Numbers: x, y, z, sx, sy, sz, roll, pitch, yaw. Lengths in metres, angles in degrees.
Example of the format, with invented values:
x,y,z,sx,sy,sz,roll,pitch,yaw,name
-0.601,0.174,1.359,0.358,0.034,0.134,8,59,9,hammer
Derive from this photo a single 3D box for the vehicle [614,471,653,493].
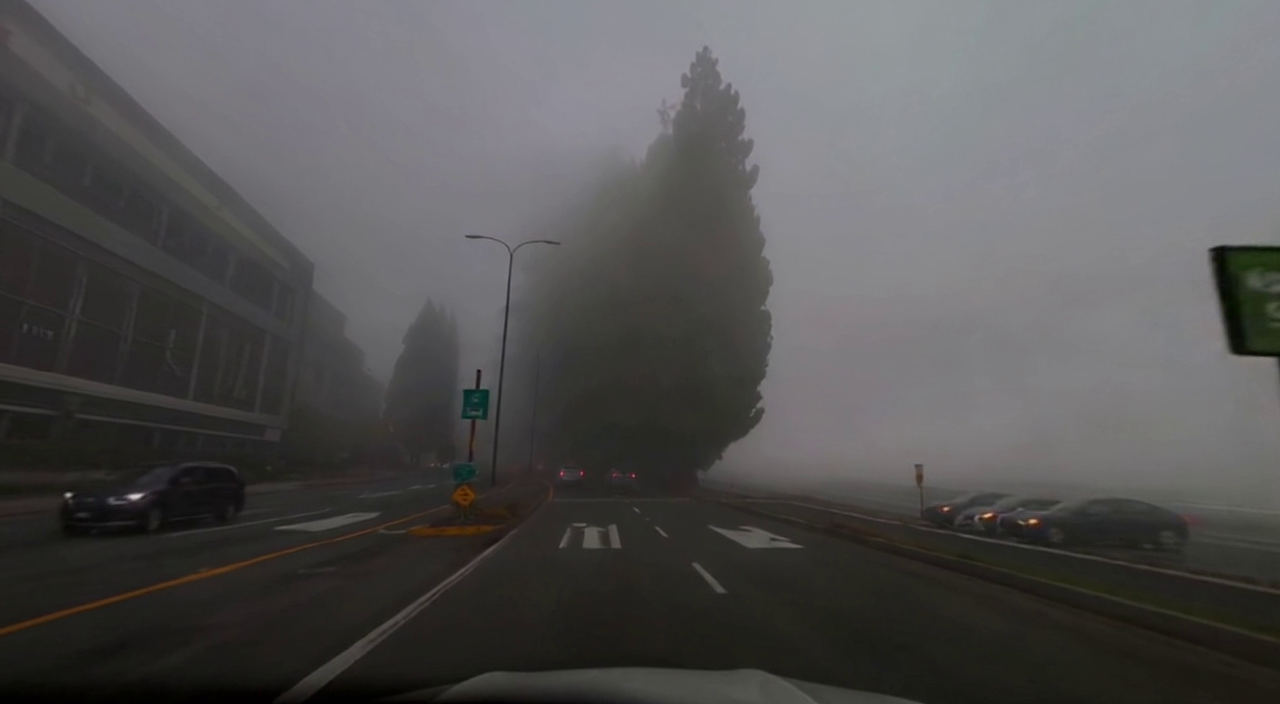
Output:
x,y,z,sx,sy,sz,roll,pitch,yaw,name
-0.425,7.458,36.138,1.775,1.186,2.933,2,-10,-10,vehicle

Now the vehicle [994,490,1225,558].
x,y,z,sx,sy,sz,roll,pitch,yaw,name
11.756,4.326,16.001,4.302,1.456,1.832,0,-10,3,vehicle

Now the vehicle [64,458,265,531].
x,y,z,sx,sy,sz,roll,pitch,yaw,name
-10.850,3.261,14.777,1.839,1.456,3.859,1,-10,-4,vehicle

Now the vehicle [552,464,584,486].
x,y,z,sx,sy,sz,roll,pitch,yaw,name
-5.377,9.032,46.355,2.005,1.498,3.643,3,-10,-11,vehicle
